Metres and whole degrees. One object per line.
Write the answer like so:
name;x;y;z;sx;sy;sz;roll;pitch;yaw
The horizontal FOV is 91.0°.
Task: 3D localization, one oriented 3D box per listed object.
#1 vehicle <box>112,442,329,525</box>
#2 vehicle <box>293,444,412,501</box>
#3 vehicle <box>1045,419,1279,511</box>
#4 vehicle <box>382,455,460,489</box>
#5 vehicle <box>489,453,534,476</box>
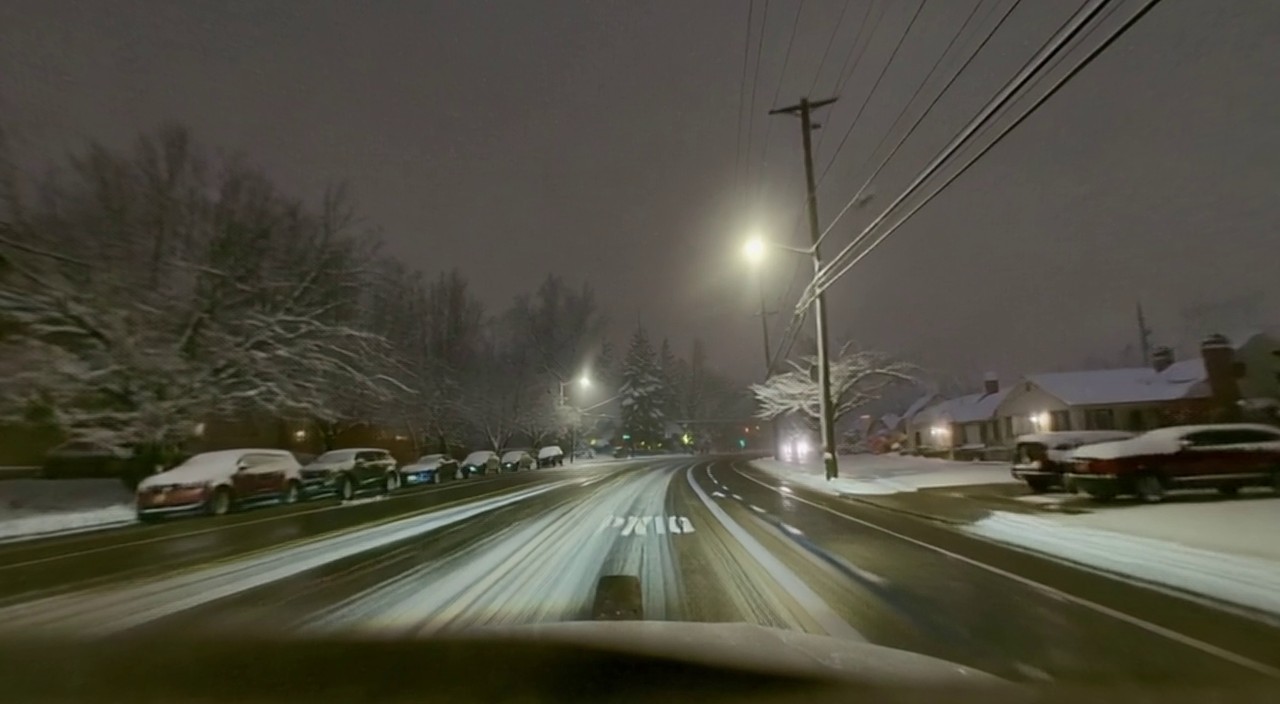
vehicle;-11.602;3.664;18.171;2.225;1.887;5.672;-3;-9;2
vehicle;-11.348;4.798;25.410;2.114;1.925;5.449;-3;-9;2
vehicle;11.957;2.436;13.785;4.710;1.846;1.985;0;-9;2
vehicle;-10.865;5.964;31.603;1.908;1.491;4.627;-1;-9;5
vehicle;-9.636;8.476;47.617;1.945;1.514;4.635;-1;-9;6
